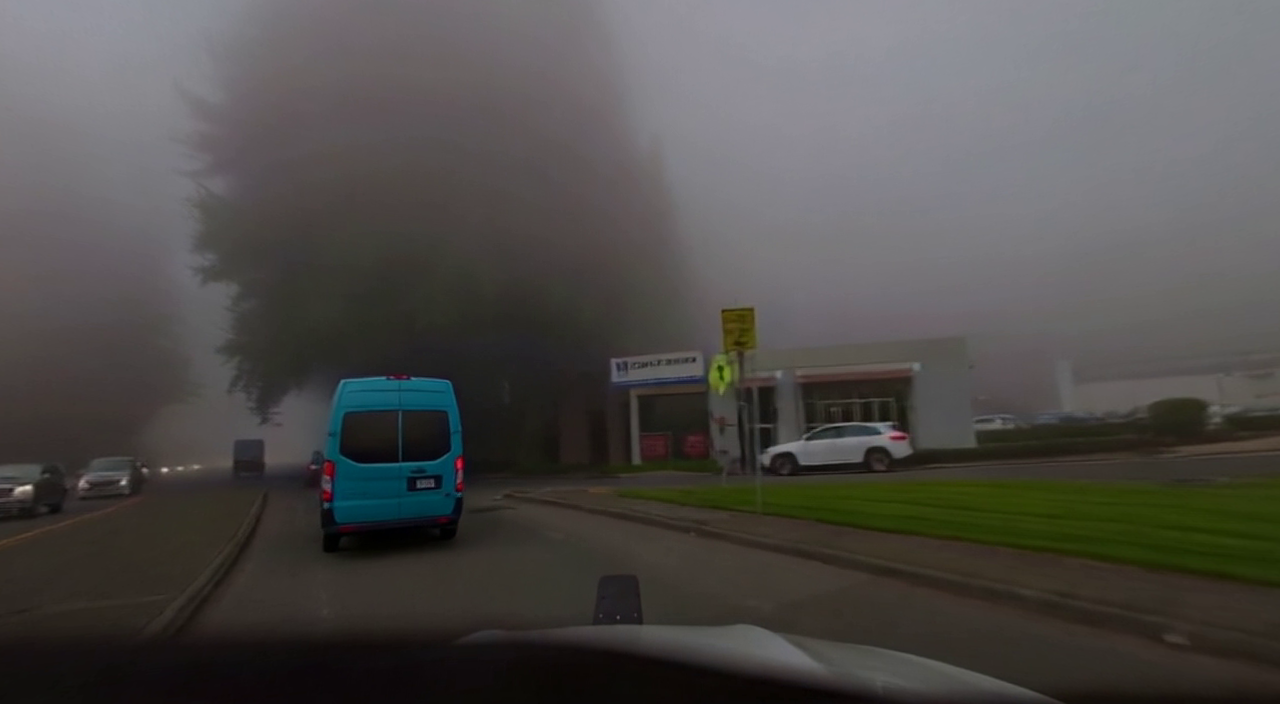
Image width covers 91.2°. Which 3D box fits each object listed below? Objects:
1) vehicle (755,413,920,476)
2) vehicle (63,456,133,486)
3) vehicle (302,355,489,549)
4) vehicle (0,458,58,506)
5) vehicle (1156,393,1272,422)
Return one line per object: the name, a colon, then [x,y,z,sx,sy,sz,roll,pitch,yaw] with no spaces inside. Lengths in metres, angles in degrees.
vehicle: [5.461,2.632,17.662,4.109,1.592,2.008,-3,-9,16]
vehicle: [-33.829,7.389,39.274,1.938,1.688,4.523,3,-9,-23]
vehicle: [-4.735,1.801,11.611,2.432,2.624,5.670,4,-10,-27]
vehicle: [-24.831,5.095,24.481,2.114,1.668,3.747,-1,-8,-28]
vehicle: [36.411,3.613,39.916,2.003,1.520,4.883,4,-10,-26]
